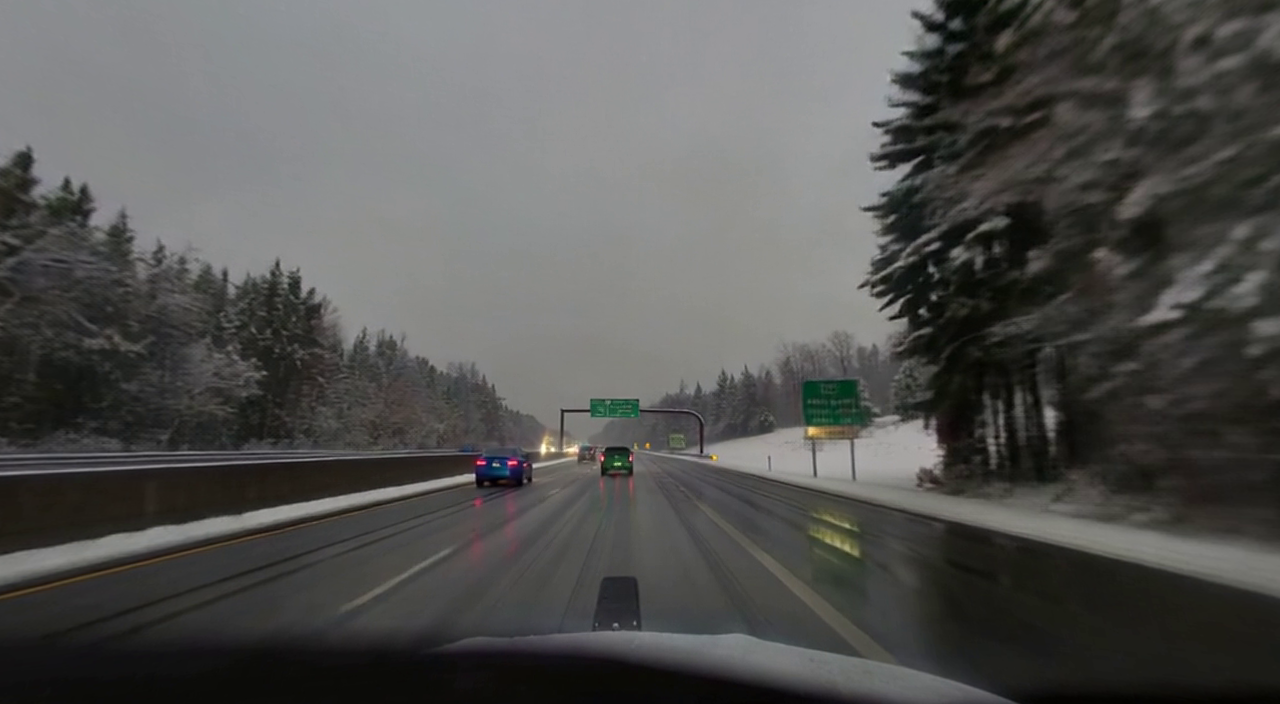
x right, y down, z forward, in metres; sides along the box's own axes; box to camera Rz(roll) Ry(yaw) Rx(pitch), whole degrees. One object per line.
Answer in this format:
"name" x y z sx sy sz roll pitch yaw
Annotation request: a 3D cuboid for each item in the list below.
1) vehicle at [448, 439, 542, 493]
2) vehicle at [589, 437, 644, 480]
"vehicle" -4.790 3.832 21.438 2.103 1.588 4.709 -1 -9 0
"vehicle" -0.994 4.635 27.449 2.220 1.711 4.056 0 -9 -1
